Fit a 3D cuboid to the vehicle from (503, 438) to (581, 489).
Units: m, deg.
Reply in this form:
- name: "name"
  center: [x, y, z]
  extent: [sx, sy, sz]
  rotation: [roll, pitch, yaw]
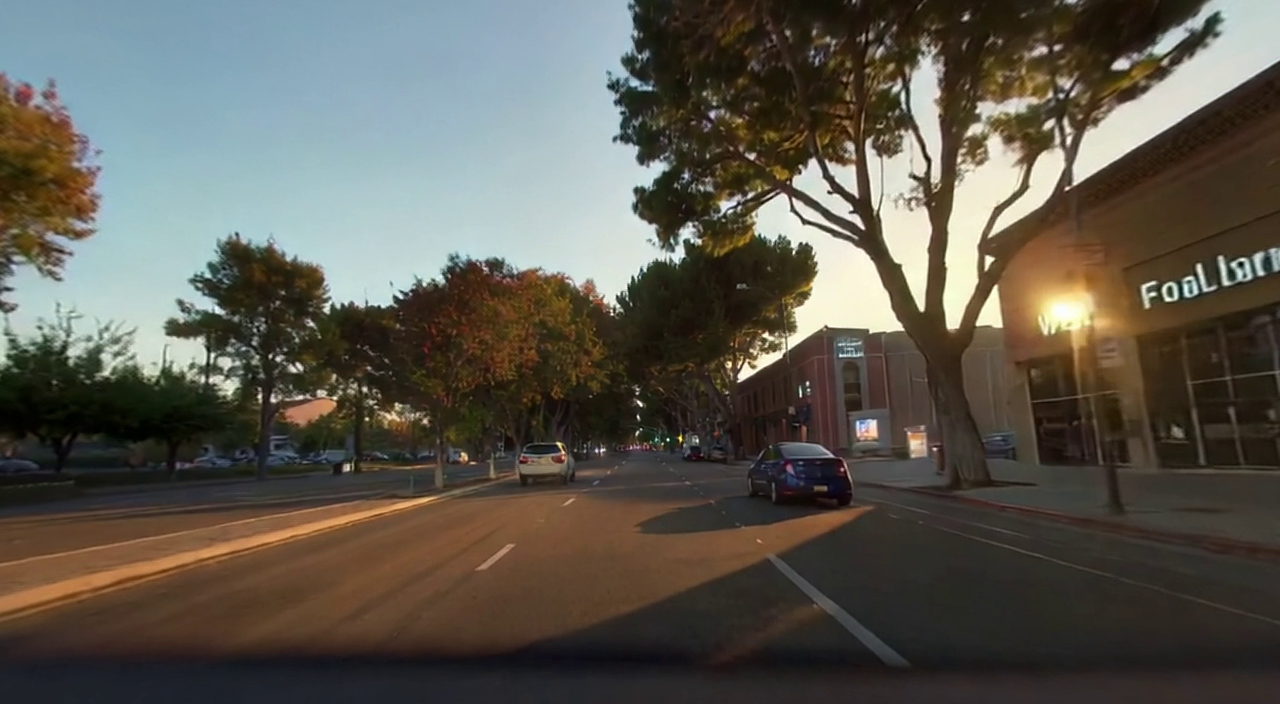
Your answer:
- name: "vehicle"
  center: [-3.580, 4.171, 23.951]
  extent: [2.145, 1.694, 4.642]
  rotation: [0, -9, 1]

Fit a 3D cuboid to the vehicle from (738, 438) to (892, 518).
- name: "vehicle"
  center: [3.667, 2.718, 14.243]
  extent: [1.961, 1.482, 4.538]
  rotation: [0, -9, -3]
